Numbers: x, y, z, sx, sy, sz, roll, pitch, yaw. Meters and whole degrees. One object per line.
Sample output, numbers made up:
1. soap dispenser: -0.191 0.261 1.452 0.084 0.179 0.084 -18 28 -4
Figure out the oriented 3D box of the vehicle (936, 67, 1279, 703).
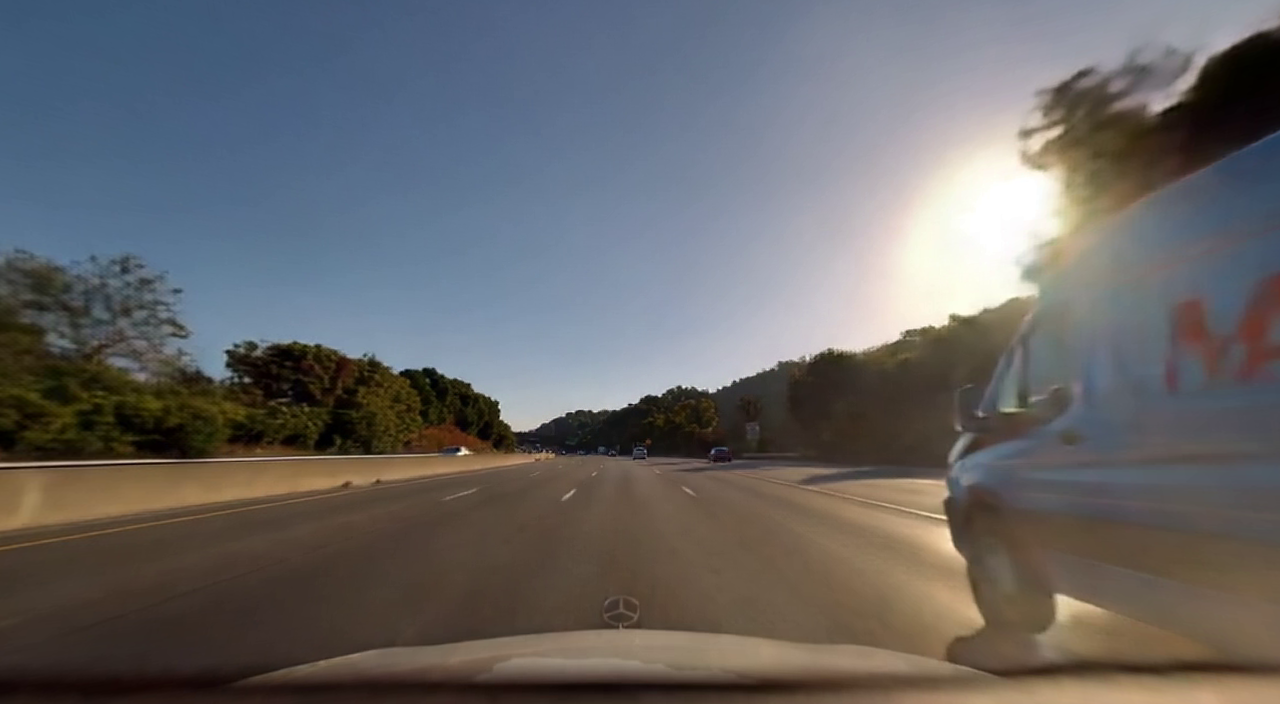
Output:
1. vehicle: 3.483 0.125 0.920 2.355 2.664 7.367 0 -9 -1
